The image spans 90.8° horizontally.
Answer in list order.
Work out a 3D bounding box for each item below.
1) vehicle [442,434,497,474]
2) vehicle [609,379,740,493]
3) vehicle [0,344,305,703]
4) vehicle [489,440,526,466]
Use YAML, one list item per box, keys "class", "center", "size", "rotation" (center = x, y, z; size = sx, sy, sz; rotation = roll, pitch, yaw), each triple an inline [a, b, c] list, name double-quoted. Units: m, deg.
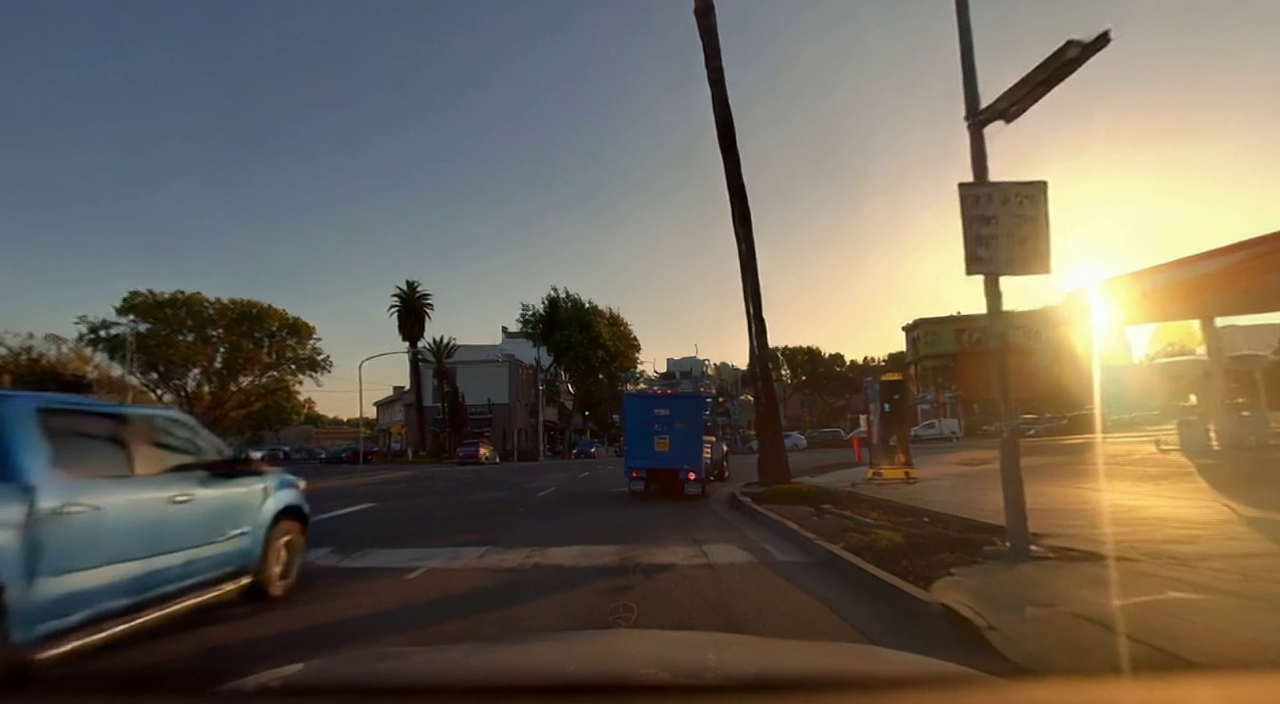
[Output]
- class: "vehicle"
  center: [-7.791, 4.674, 29.285]
  size: [1.997, 1.679, 4.263]
  rotation: [1, -8, -9]
- class: "vehicle"
  center: [1.317, 2.641, 19.745]
  size: [2.463, 2.954, 5.938]
  rotation: [-3, -9, 19]
- class: "vehicle"
  center: [-4.031, 0.895, 3.277]
  size: [2.102, 1.744, 4.630]
  rotation: [0, -8, -1]
- class: "vehicle"
  center: [-9.266, 7.076, 44.625]
  size: [1.961, 1.709, 5.052]
  rotation: [1, -8, -5]
